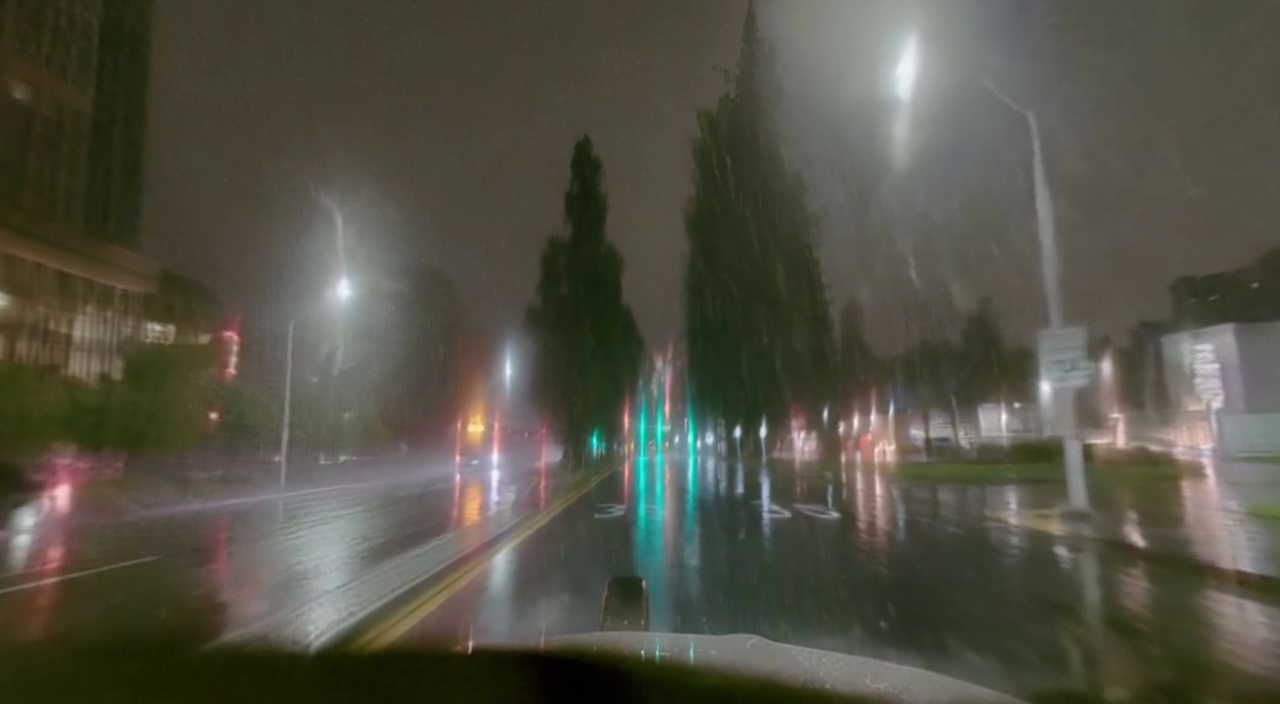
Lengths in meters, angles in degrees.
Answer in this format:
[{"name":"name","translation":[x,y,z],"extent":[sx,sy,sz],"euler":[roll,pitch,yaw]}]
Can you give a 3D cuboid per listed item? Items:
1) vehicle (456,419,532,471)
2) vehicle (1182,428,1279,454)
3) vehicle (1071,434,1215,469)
[{"name":"vehicle","translation":[-10.538,6.914,46.717],"extent":[3.052,3.397,10.003],"euler":[0,-8,1]},{"name":"vehicle","translation":[39.896,5.998,42.445],"extent":[4.836,1.711,2.192],"euler":[0,-8,-4]},{"name":"vehicle","translation":[21.191,4.211,26.705],"extent":[4.404,1.440,1.900],"euler":[0,-8,3]}]
